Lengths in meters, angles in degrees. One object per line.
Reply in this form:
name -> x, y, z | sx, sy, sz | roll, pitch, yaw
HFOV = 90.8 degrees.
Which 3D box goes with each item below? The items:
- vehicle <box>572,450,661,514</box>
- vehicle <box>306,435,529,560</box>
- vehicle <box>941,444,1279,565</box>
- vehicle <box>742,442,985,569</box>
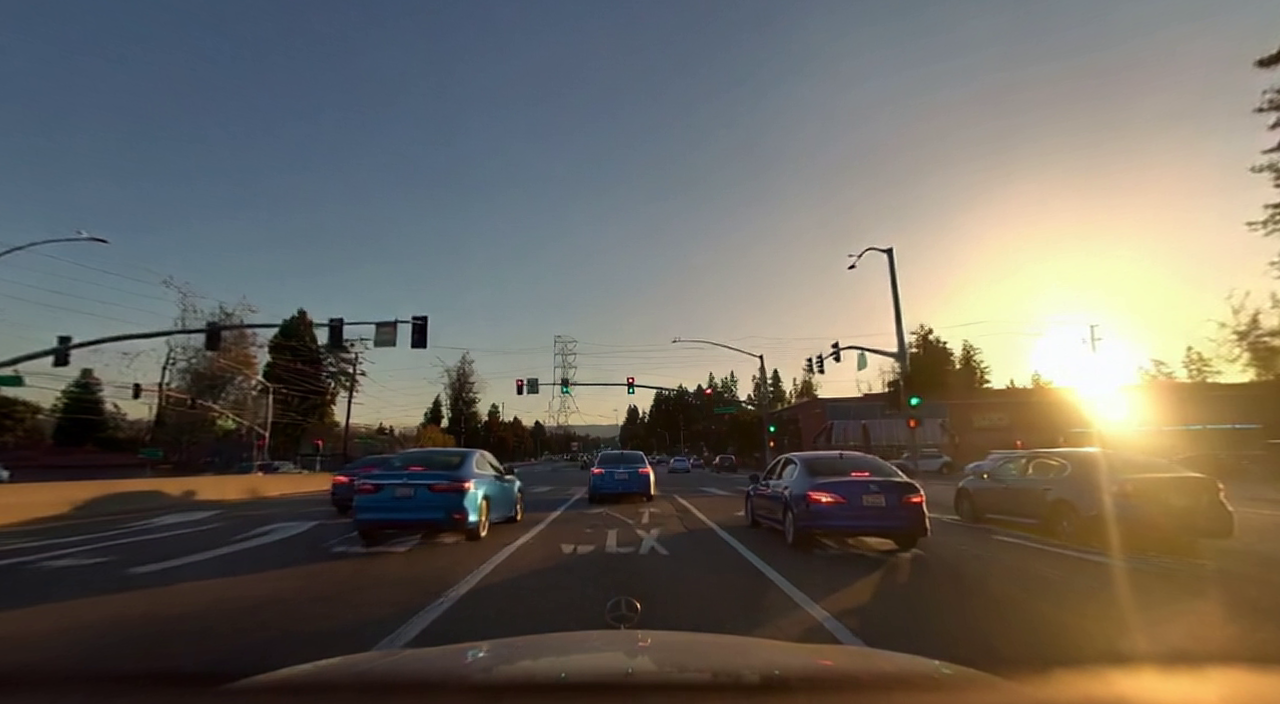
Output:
vehicle -> -0.555, 3.344, 16.792 | 2.065, 1.464, 4.216 | 0, -9, 0
vehicle -> -3.283, 2.229, 10.441 | 2.073, 1.606, 4.364 | 0, -9, 0
vehicle -> 6.872, 2.209, 9.997 | 2.004, 1.455, 4.417 | 0, -9, -1
vehicle -> 3.056, 2.185, 9.865 | 2.053, 1.490, 4.464 | 0, -9, -2
